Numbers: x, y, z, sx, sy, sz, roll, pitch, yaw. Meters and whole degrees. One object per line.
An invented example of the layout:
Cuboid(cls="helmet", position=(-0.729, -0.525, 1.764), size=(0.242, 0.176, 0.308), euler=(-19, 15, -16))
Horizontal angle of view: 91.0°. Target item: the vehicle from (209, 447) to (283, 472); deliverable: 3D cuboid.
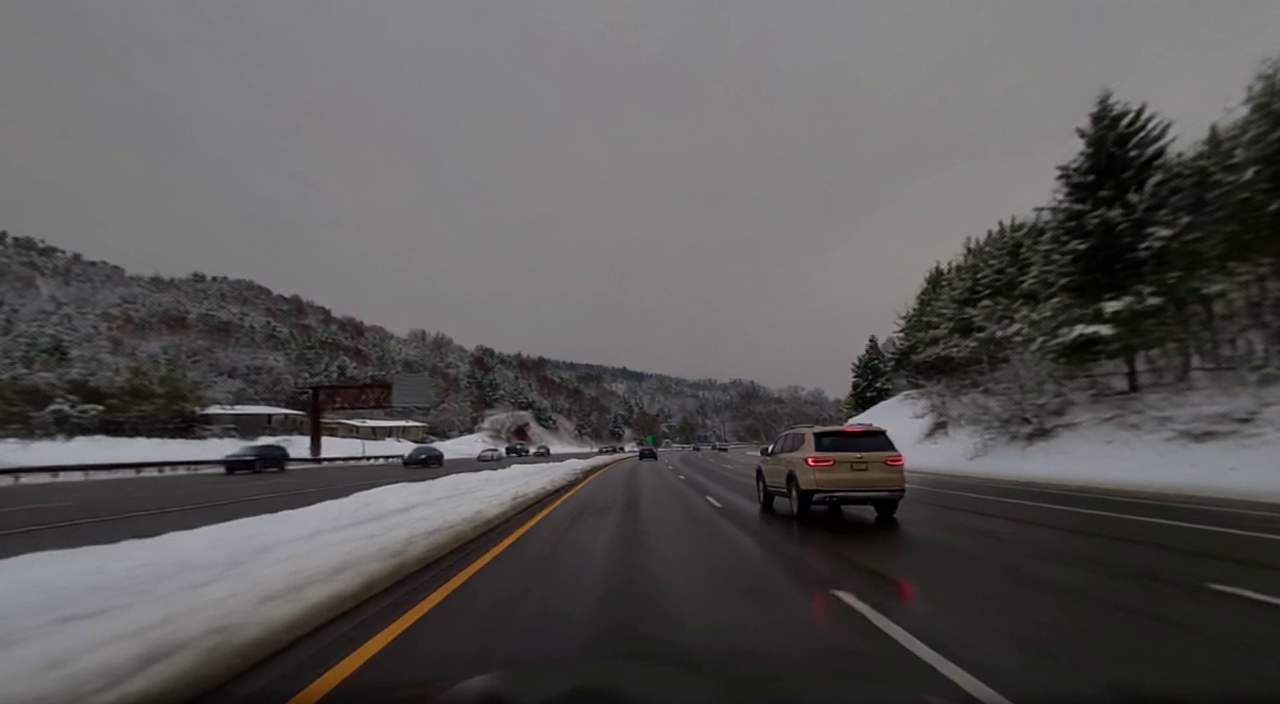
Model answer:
Cuboid(cls="vehicle", position=(-28.051, 7.624, 45.009), size=(2.026, 1.649, 4.651), euler=(-1, -9, 5))

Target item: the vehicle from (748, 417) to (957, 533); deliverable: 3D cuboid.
Cuboid(cls="vehicle", position=(3.677, 2.245, 12.061), size=(2.318, 1.766, 4.587), euler=(0, -9, -1))
